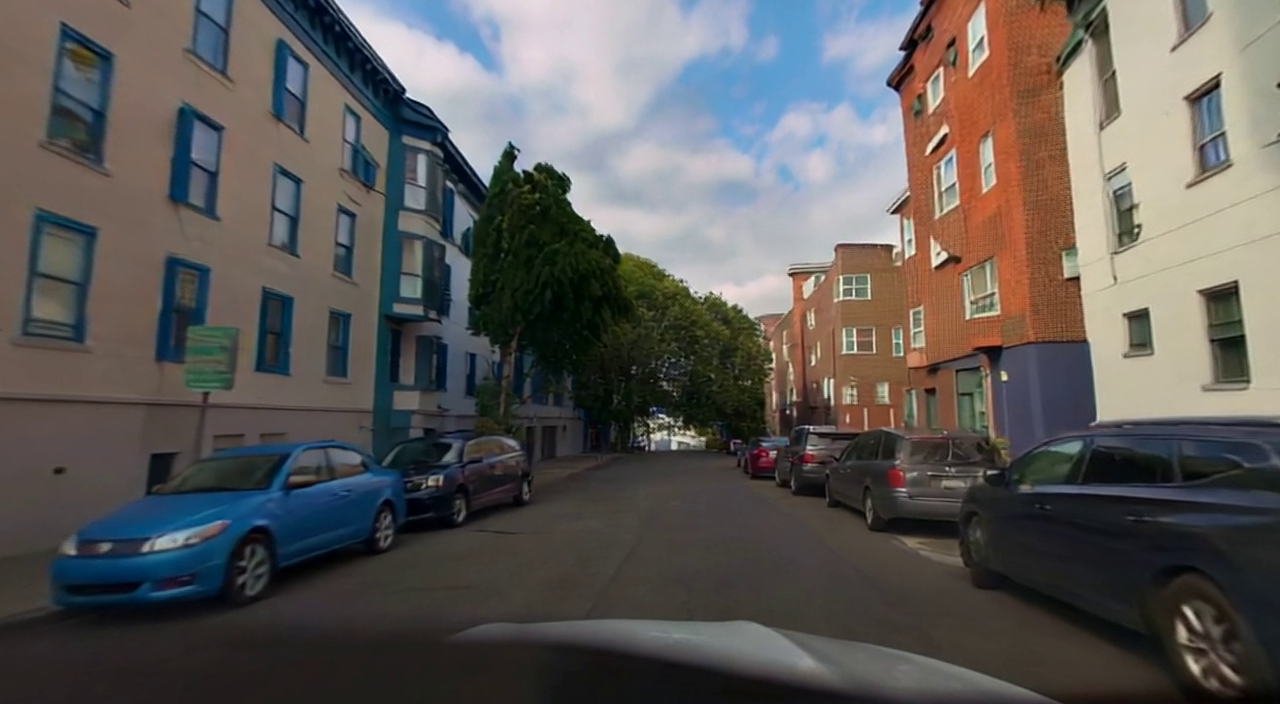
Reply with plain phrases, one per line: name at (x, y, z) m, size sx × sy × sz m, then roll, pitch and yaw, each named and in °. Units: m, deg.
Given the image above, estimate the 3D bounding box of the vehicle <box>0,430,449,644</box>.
vehicle at (-3.703, 1.560, 6.506) m, size 1.830 × 1.427 × 4.294 m, roll -1°, pitch -8°, yaw 4°

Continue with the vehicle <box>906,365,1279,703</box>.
vehicle at (3.489, 1.081, 4.008) m, size 1.883 × 1.615 × 4.234 m, roll -1°, pitch -8°, yaw 3°

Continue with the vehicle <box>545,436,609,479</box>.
vehicle at (-2.328, 3.992, 24.132) m, size 1.840 × 1.493 × 3.761 m, roll -1°, pitch -8°, yaw 4°

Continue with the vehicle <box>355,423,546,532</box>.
vehicle at (-3.197, 2.201, 11.710) m, size 1.942 × 1.629 × 4.302 m, roll -1°, pitch -8°, yaw 4°
